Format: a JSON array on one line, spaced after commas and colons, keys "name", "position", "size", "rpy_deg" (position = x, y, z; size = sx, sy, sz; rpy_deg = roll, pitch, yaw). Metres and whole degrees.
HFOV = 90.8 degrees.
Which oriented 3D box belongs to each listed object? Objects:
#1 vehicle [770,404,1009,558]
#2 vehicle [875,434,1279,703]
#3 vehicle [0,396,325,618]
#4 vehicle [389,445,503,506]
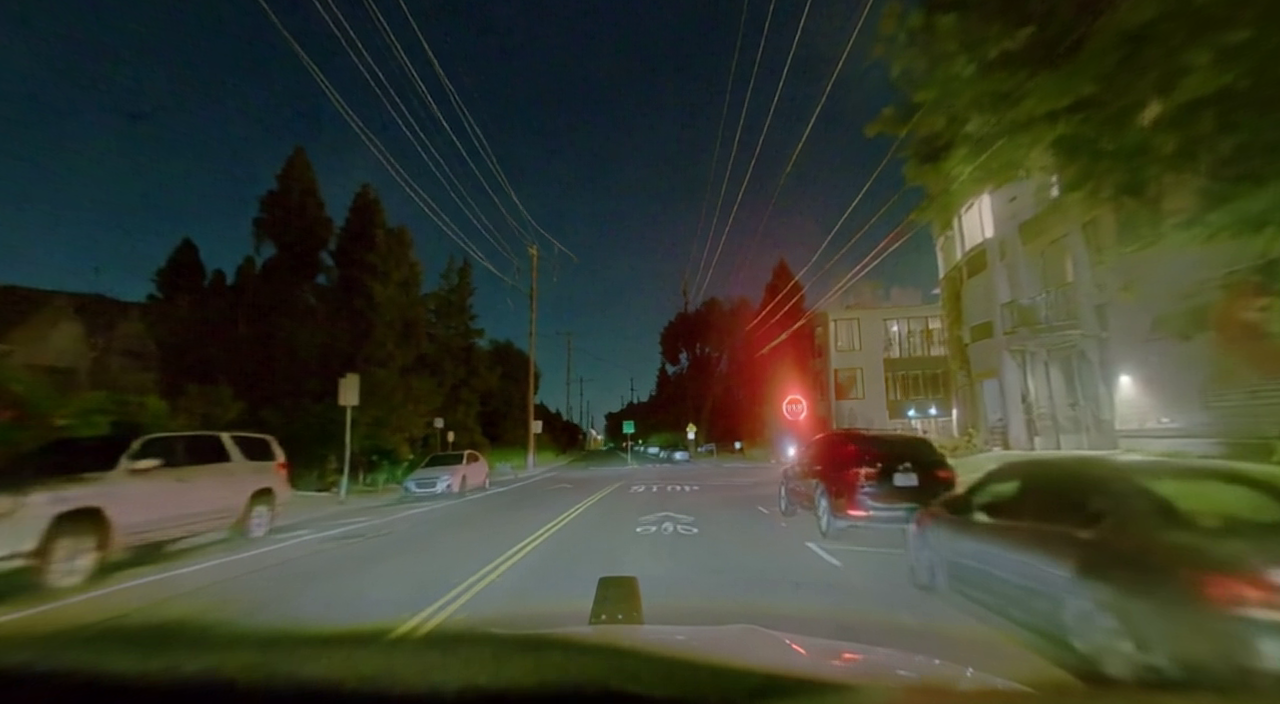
[{"name": "vehicle", "position": [3.896, 2.113, 11.027], "size": [2.300, 1.913, 4.896], "rpy_deg": [4, -9, 2]}, {"name": "vehicle", "position": [3.434, 1.396, 4.697], "size": [1.861, 1.457, 4.470], "rpy_deg": [-1, -9, 3]}, {"name": "vehicle", "position": [-6.569, 1.757, 8.157], "size": [2.158, 1.929, 5.184], "rpy_deg": [-1, -9, 2]}, {"name": "vehicle", "position": [-5.815, 3.710, 19.551], "size": [1.922, 1.505, 4.502], "rpy_deg": [-4, -8, 3]}]
